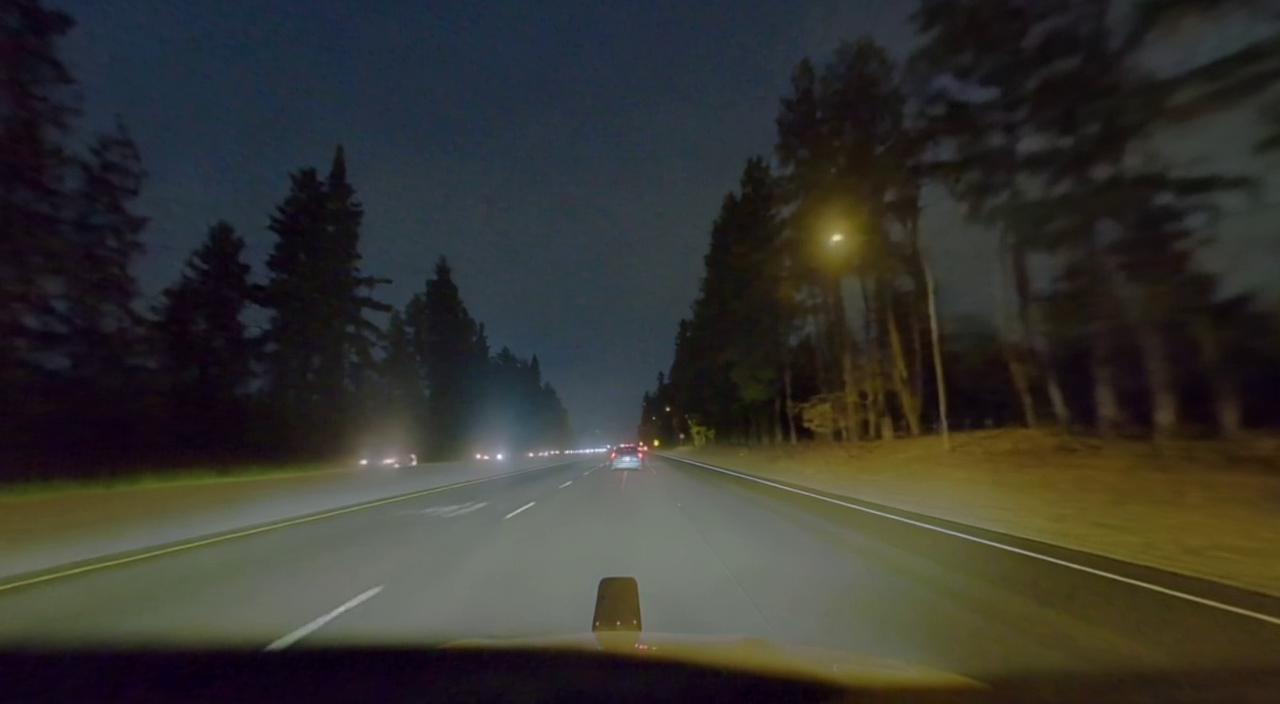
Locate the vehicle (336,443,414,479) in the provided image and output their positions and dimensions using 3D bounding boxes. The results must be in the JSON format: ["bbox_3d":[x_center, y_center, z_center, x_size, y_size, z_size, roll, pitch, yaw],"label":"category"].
[{"bbox_3d":[-13.473,5.549,32.200,2.040,1.709,4.607,0,-9,0],"label":"vehicle"}]

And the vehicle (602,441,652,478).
[{"bbox_3d":[-0.576,4.896,28.659,2.095,1.537,4.017,0,-9,-1],"label":"vehicle"}]
